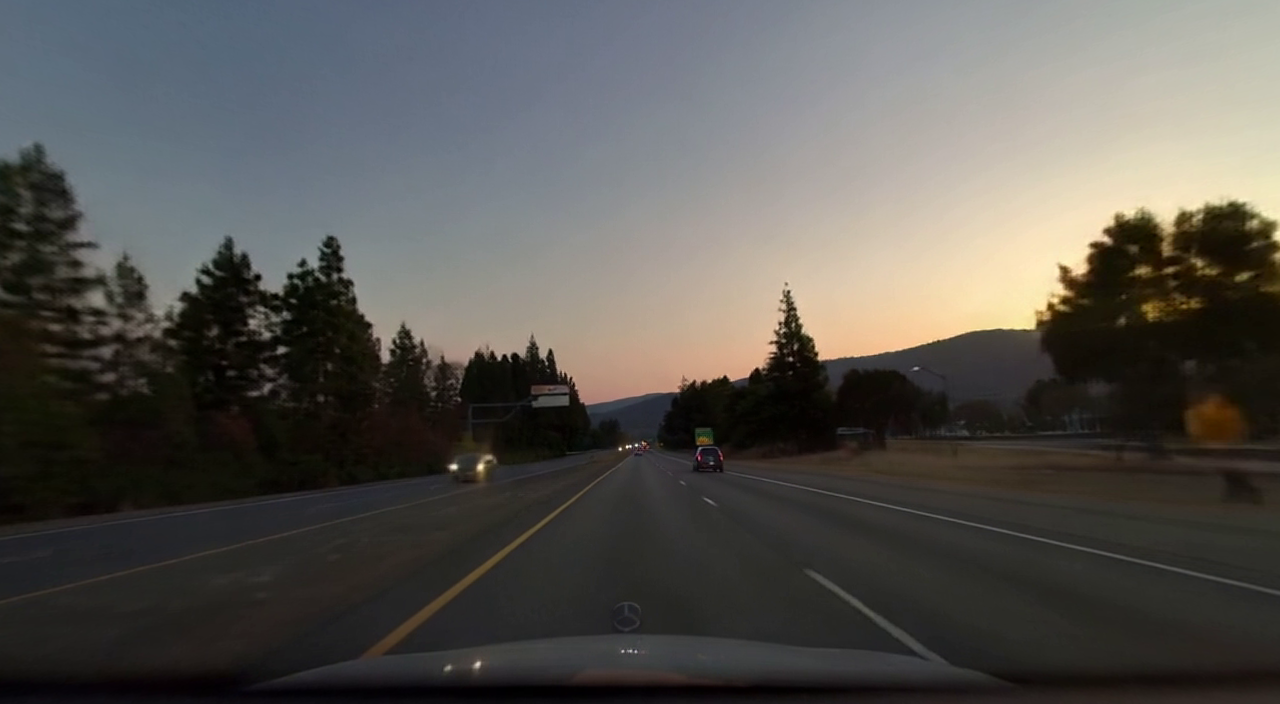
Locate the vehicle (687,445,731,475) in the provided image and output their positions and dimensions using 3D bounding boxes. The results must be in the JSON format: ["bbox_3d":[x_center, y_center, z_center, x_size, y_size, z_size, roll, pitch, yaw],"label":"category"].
[{"bbox_3d":[3.909,6.241,36.612,2.013,1.584,3.995,0,-9,-1],"label":"vehicle"}]

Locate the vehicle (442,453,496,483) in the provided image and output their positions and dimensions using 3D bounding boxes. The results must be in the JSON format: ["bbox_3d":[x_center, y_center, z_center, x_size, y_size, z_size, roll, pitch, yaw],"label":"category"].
[{"bbox_3d":[-9.894,6.693,36.774,1.887,1.603,4.509,0,-9,0],"label":"vehicle"}]
